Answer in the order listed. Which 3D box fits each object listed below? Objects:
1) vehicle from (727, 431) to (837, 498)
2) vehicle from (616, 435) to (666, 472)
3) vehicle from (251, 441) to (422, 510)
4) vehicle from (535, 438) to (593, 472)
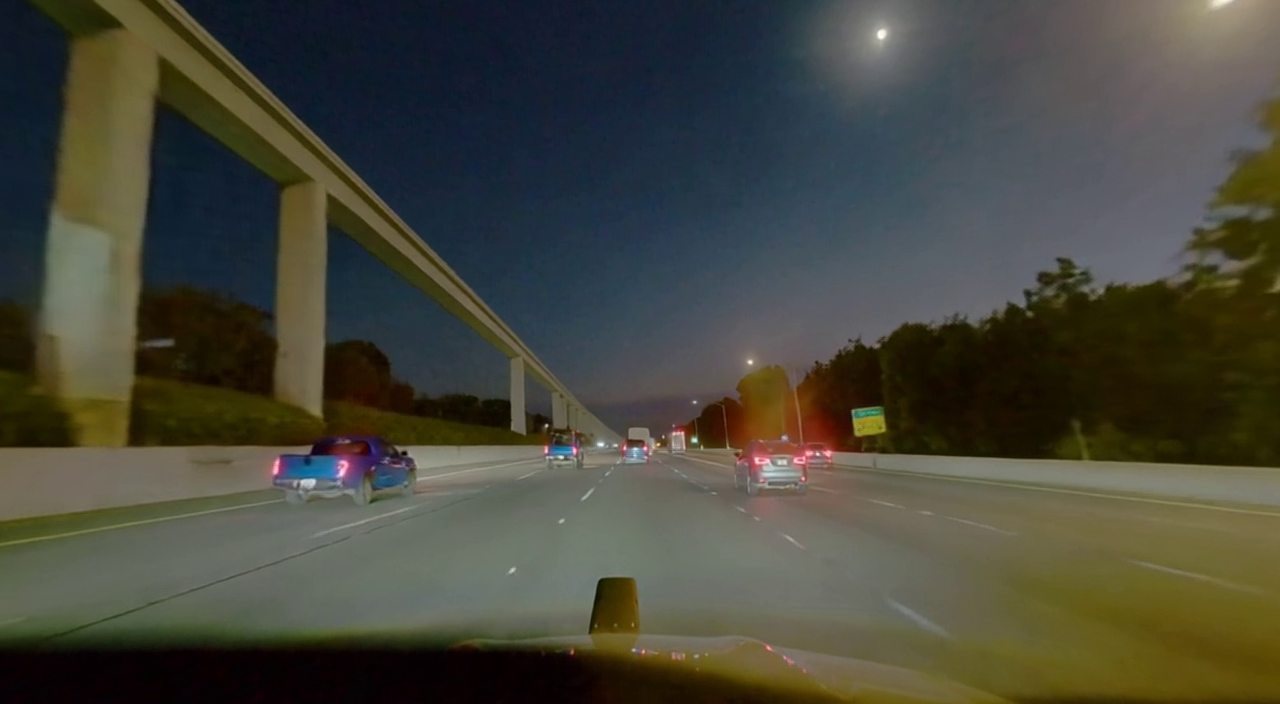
[{"bbox_3d":[3.897,3.162,18.099,2.119,1.653,4.000,0,-9,-1],"label":"vehicle"},{"bbox_3d":[0.033,5.652,35.376,2.572,1.837,5.693,0,-9,0],"label":"vehicle"},{"bbox_3d":[-7.185,2.945,15.616,1.947,1.444,4.595,0,-9,0],"label":"vehicle"},{"bbox_3d":[-4.051,5.593,34.507,2.535,1.715,5.030,0,-9,0],"label":"vehicle"}]
